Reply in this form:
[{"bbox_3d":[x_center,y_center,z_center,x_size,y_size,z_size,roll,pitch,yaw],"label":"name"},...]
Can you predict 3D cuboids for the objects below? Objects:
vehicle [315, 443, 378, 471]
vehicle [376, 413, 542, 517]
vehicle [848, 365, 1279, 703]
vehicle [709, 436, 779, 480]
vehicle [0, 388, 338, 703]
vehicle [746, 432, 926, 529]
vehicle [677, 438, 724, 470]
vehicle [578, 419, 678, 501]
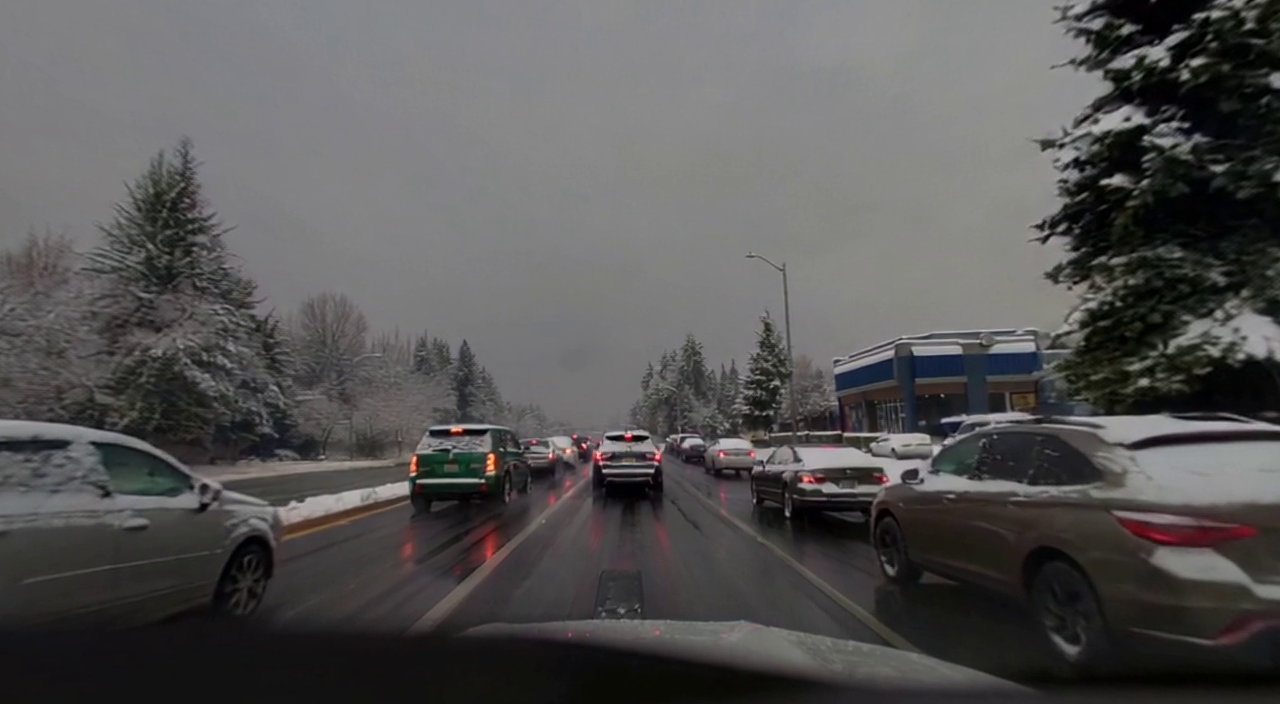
[{"bbox_3d":[-22.908,8.205,49.621,2.315,2.027,5.720,0,-9,-2],"label":"vehicle"},{"bbox_3d":[-3.625,2.382,13.725,2.231,1.853,4.461,0,-9,1],"label":"vehicle"},{"bbox_3d":[3.434,1.209,5.002,2.047,1.671,4.267,0,-9,-1],"label":"vehicle"},{"bbox_3d":[3.895,4.052,24.327,1.875,1.521,4.192,0,-9,-1],"label":"vehicle"},{"bbox_3d":[-3.703,1.021,3.299,2.051,1.522,4.509,0,-9,-1],"label":"vehicle"},{"bbox_3d":[3.383,2.299,11.912,1.900,1.477,4.352,0,-9,-1],"label":"vehicle"},{"bbox_3d":[3.019,5.168,32.202,1.903,1.529,3.649,0,-9,-2],"label":"vehicle"},{"bbox_3d":[-0.316,2.744,16.379,2.238,1.825,4.190,0,-9,-1],"label":"vehicle"}]
